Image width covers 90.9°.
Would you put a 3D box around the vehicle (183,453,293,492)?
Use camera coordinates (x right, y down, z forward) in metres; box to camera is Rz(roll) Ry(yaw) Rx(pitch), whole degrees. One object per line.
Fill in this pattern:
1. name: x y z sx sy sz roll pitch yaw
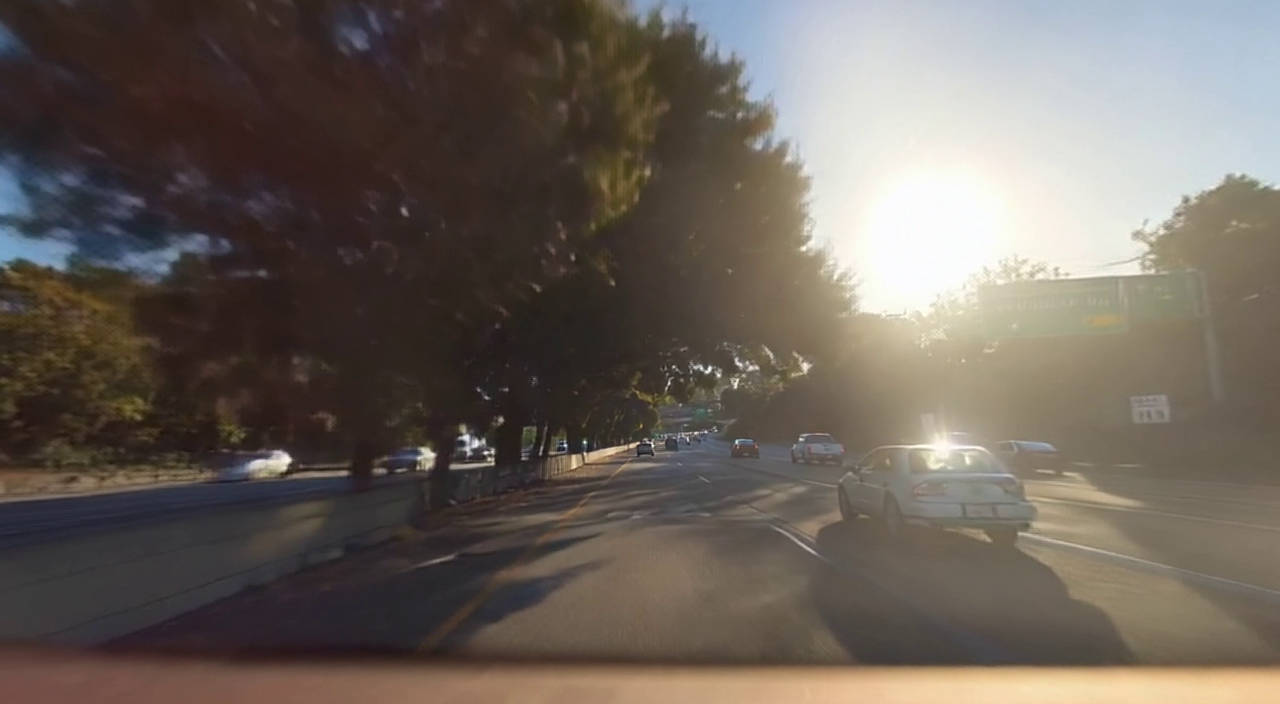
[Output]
1. vehicle: -17.462 5.222 27.737 1.882 1.477 4.563 0 -9 -1

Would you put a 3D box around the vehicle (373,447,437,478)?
1. vehicle: -12.839 6.022 34.727 1.875 1.591 4.102 0 -9 0

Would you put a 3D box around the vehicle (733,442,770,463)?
1. vehicle: 8.152 7.421 46.567 1.919 1.476 4.303 0 -9 -1

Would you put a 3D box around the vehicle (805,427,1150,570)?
1. vehicle: 4.233 1.924 9.239 2.223 1.483 5.075 0 -9 0
